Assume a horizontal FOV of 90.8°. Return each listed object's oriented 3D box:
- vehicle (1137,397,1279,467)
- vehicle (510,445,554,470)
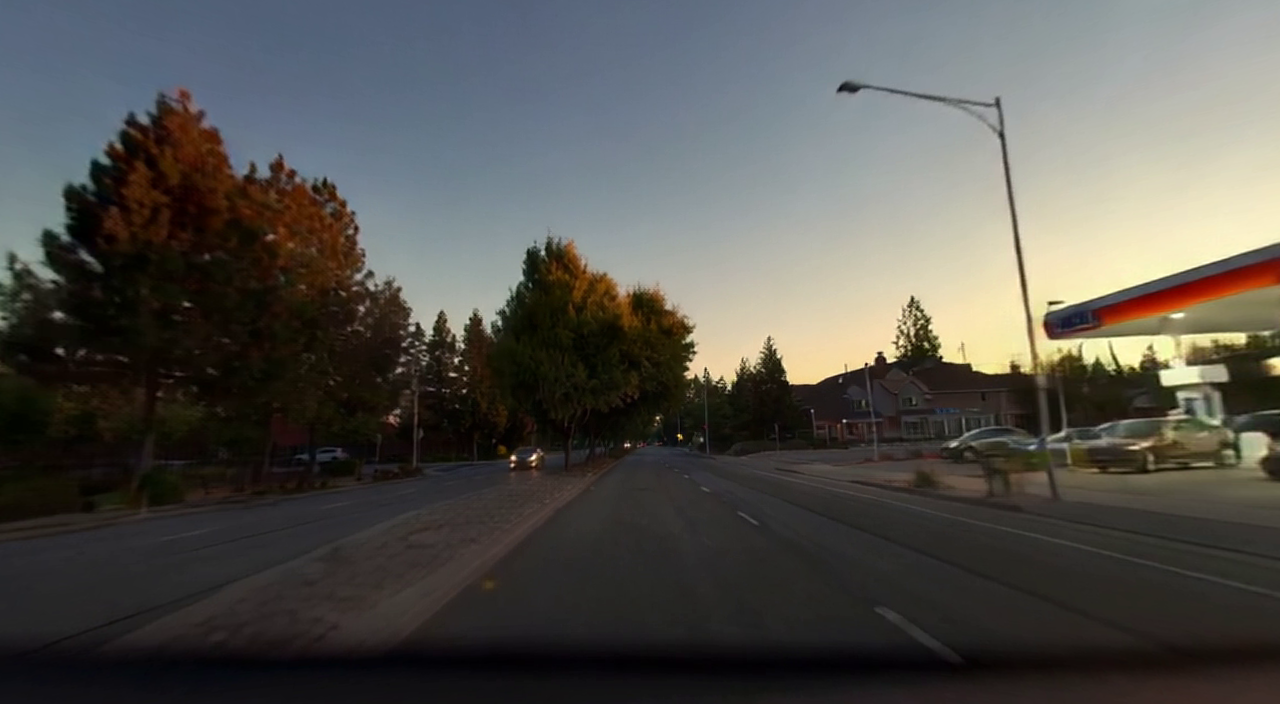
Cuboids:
[{"bbox_3d":[16.620,2.163,17.087,4.594,1.751,2.071,0,-8,-2],"label":"vehicle"},{"bbox_3d":[-7.108,6.967,41.964,2.079,1.489,4.515,0,-8,1],"label":"vehicle"}]
